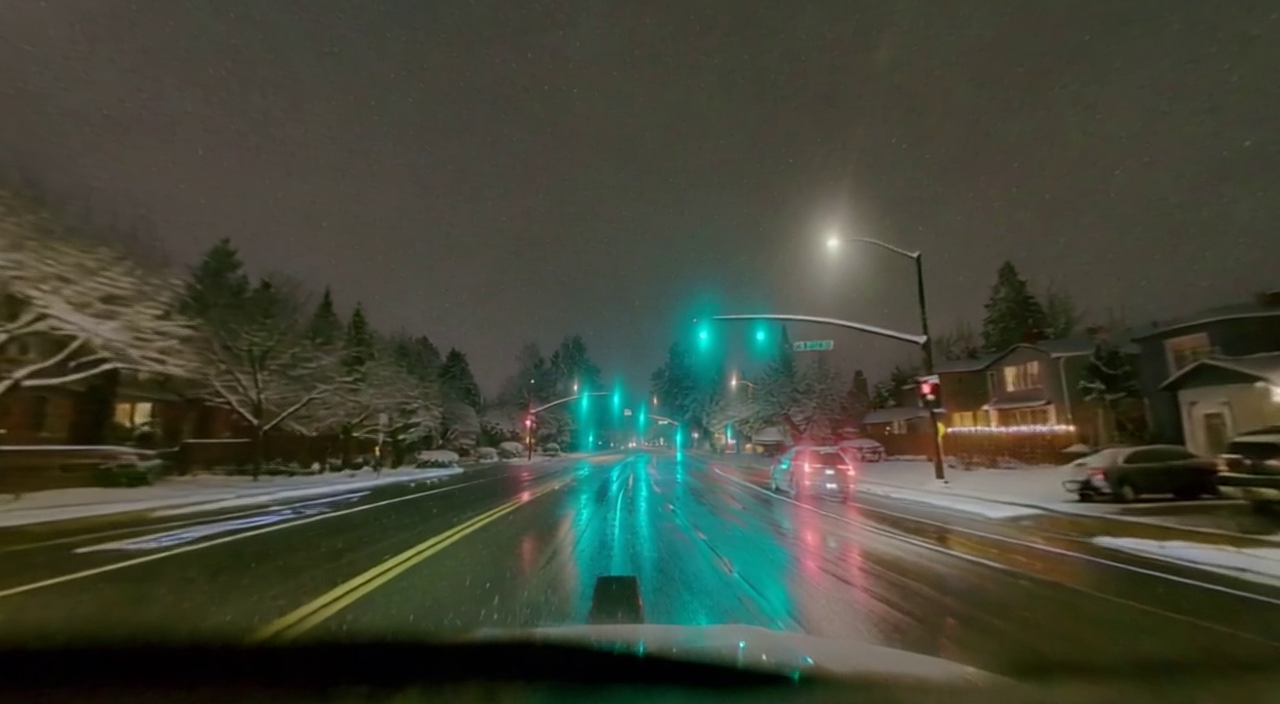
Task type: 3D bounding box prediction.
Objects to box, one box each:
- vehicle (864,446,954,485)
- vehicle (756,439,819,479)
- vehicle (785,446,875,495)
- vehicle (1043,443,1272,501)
[{"bbox_3d":[11.079,4.684,26.379,1.925,1.490,4.475,-1,-9,2],"label":"vehicle"},{"bbox_3d":[7.717,5.634,33.595,2.196,1.889,5.679,0,-9,2],"label":"vehicle"},{"bbox_3d":[7.168,4.494,24.408,2.064,1.498,4.877,5,-8,2],"label":"vehicle"},{"bbox_3d":[13.736,3.186,17.022,4.366,1.457,1.910,0,-9,3],"label":"vehicle"}]
